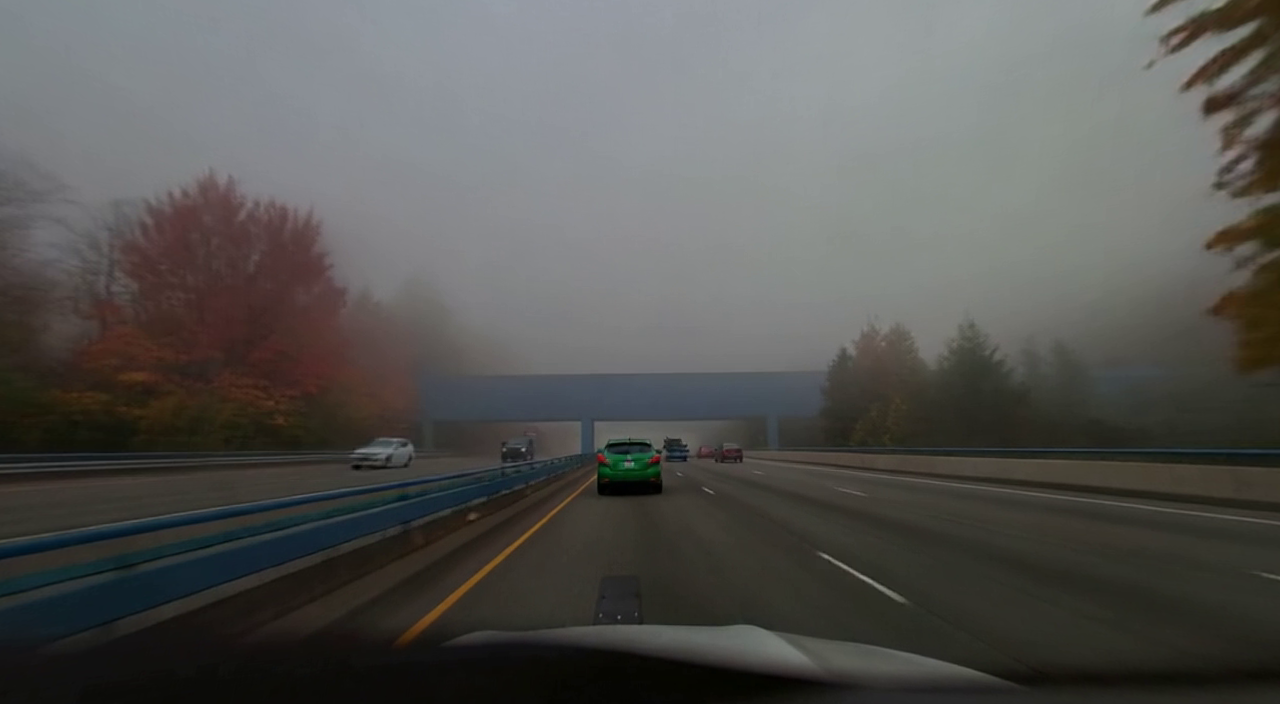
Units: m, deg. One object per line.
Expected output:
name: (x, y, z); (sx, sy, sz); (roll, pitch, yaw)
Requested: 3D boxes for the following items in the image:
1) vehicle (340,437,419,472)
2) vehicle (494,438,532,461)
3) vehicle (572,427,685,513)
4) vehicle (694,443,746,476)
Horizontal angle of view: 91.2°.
vehicle: (-12.308, 4.862, 29.907); (1.938, 1.516, 4.282); (0, -9, 0)
vehicle: (-9.862, 7.646, 49.036); (2.111, 1.674, 4.548); (0, -9, -1)
vehicle: (-0.259, 2.680, 14.627); (2.259, 1.699, 4.015); (0, -9, -1)
vehicle: (3.868, 5.234, 30.838); (1.894, 1.487, 3.751); (0, -9, -2)
